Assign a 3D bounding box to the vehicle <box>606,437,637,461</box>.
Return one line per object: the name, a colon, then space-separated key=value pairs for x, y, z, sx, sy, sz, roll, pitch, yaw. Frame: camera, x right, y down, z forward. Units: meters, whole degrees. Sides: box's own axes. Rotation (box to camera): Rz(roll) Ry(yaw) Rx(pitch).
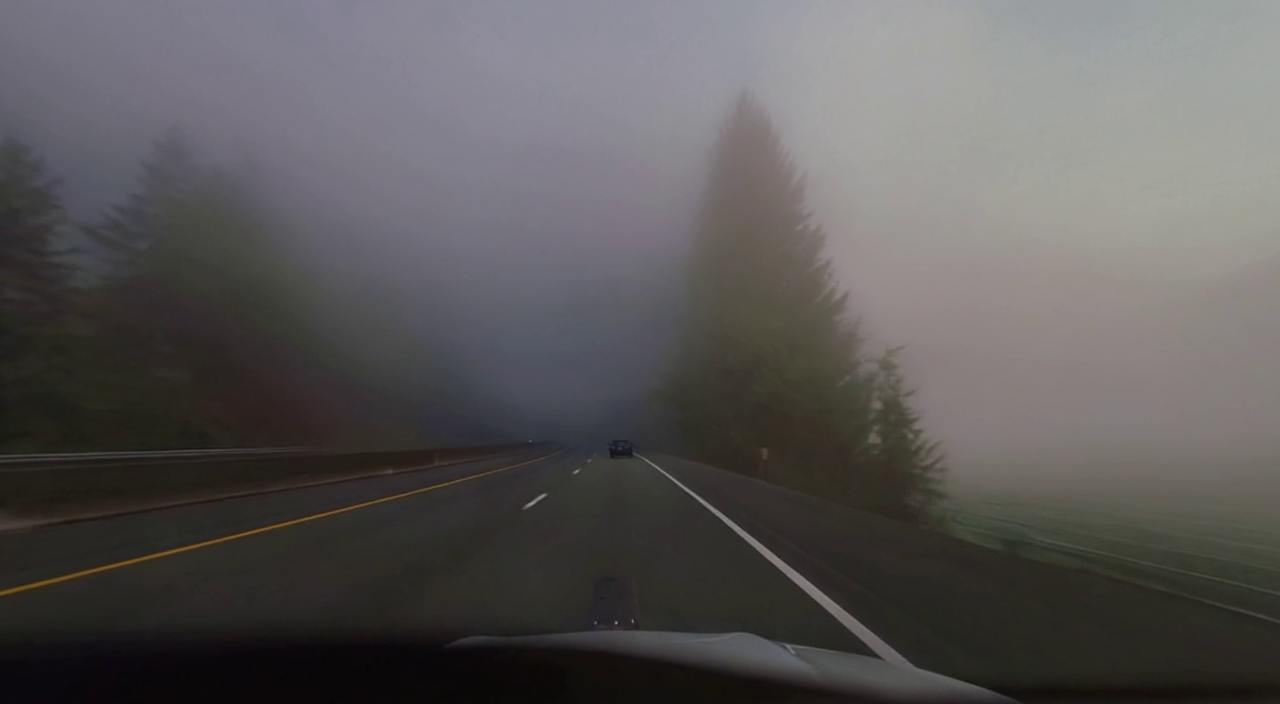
vehicle: x=-1.315 y=6.636 z=43.320 sx=2.004 sy=1.515 sz=3.968 roll=0 pitch=-8 yaw=-3
